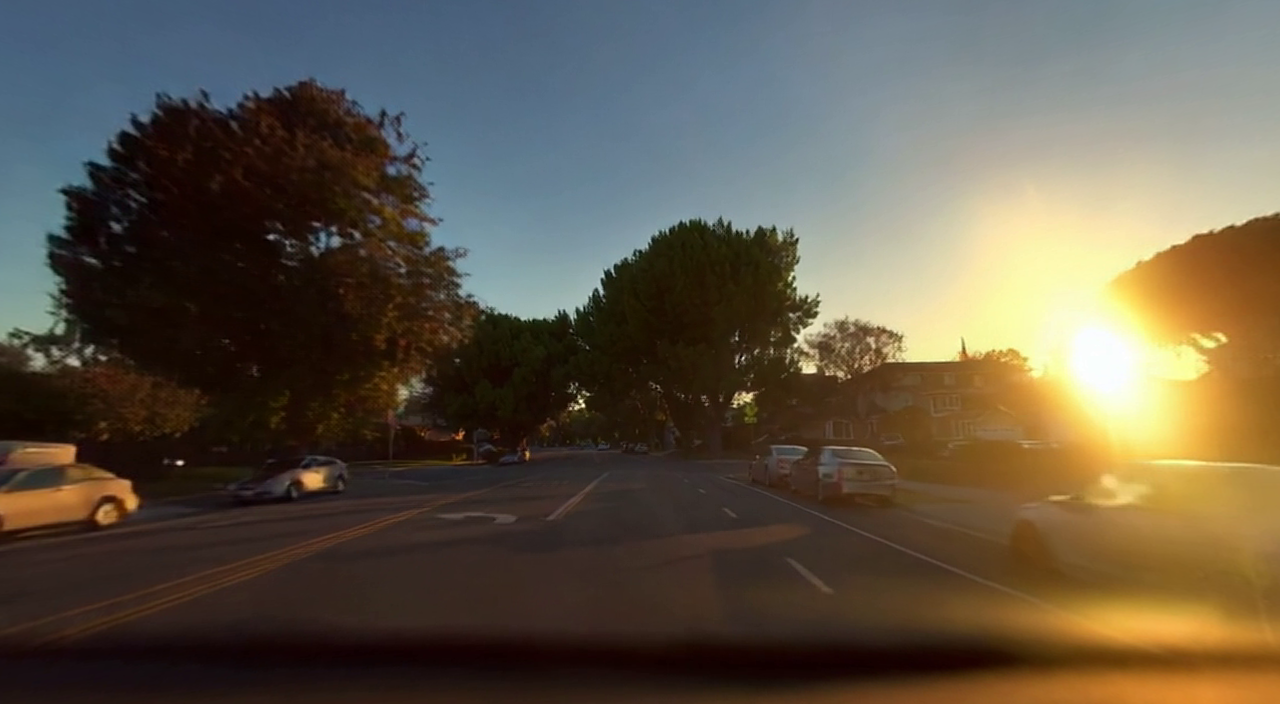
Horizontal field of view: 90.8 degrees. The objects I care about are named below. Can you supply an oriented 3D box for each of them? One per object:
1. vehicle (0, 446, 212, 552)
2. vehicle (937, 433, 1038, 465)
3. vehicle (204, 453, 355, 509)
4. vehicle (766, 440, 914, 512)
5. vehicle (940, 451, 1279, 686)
[{"bbox_3d":[-11.222,2.761,12.714,2.052,1.726,4.475,0,-8,0],"label":"vehicle"},{"bbox_3d":[20.167,5.652,36.829,4.578,1.740,2.185,0,-8,-1],"label":"vehicle"},{"bbox_3d":[-10.961,3.919,19.696,1.949,1.457,4.581,0,-8,1],"label":"vehicle"},{"bbox_3d":[4.615,2.923,15.418,2.196,1.472,4.426,0,-8,1],"label":"vehicle"},{"bbox_3d":[4.805,1.604,5.700,2.007,1.352,4.345,0,-8,-1],"label":"vehicle"}]
